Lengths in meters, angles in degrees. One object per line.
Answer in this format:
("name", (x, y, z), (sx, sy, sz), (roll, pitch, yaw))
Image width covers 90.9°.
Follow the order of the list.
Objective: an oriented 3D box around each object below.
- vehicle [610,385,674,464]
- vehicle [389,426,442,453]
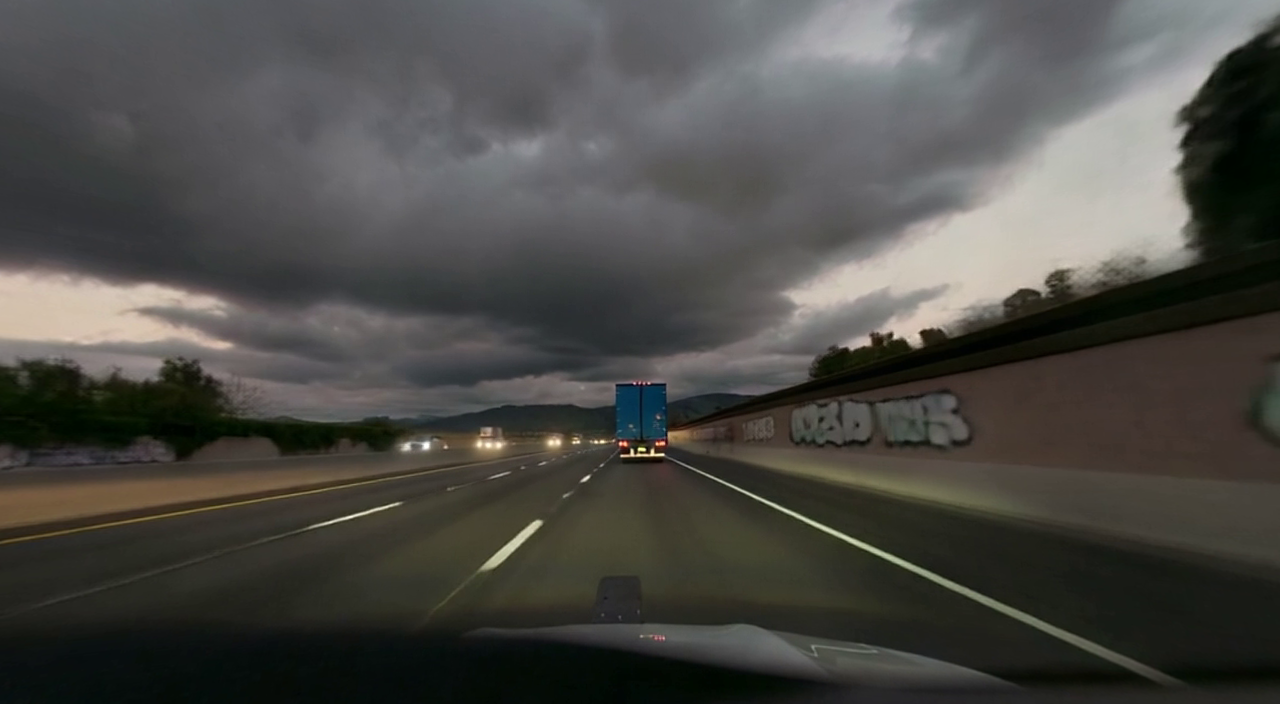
("vehicle", (-0.142, 4.184, 35.610), (2.921, 3.765, 10.773), (1, -8, -3))
("vehicle", (-15.765, 6.166, 44.527), (2.030, 1.734, 4.748), (0, -8, -1))
